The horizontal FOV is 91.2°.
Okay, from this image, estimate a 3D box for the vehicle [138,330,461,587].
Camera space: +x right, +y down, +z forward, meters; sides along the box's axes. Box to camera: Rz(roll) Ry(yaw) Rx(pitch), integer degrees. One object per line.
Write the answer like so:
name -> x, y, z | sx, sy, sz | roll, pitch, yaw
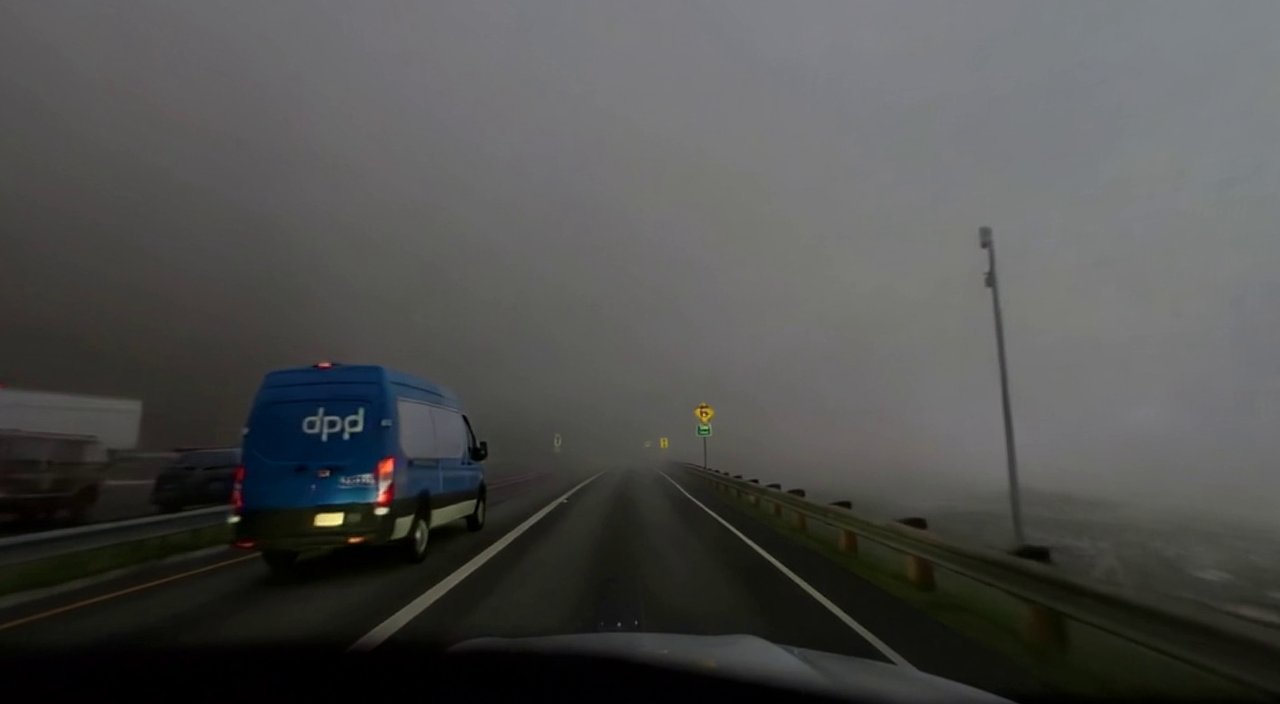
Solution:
vehicle -> -4.526, 1.634, 10.153 | 2.463, 2.640, 7.034 | 2, -9, -11
